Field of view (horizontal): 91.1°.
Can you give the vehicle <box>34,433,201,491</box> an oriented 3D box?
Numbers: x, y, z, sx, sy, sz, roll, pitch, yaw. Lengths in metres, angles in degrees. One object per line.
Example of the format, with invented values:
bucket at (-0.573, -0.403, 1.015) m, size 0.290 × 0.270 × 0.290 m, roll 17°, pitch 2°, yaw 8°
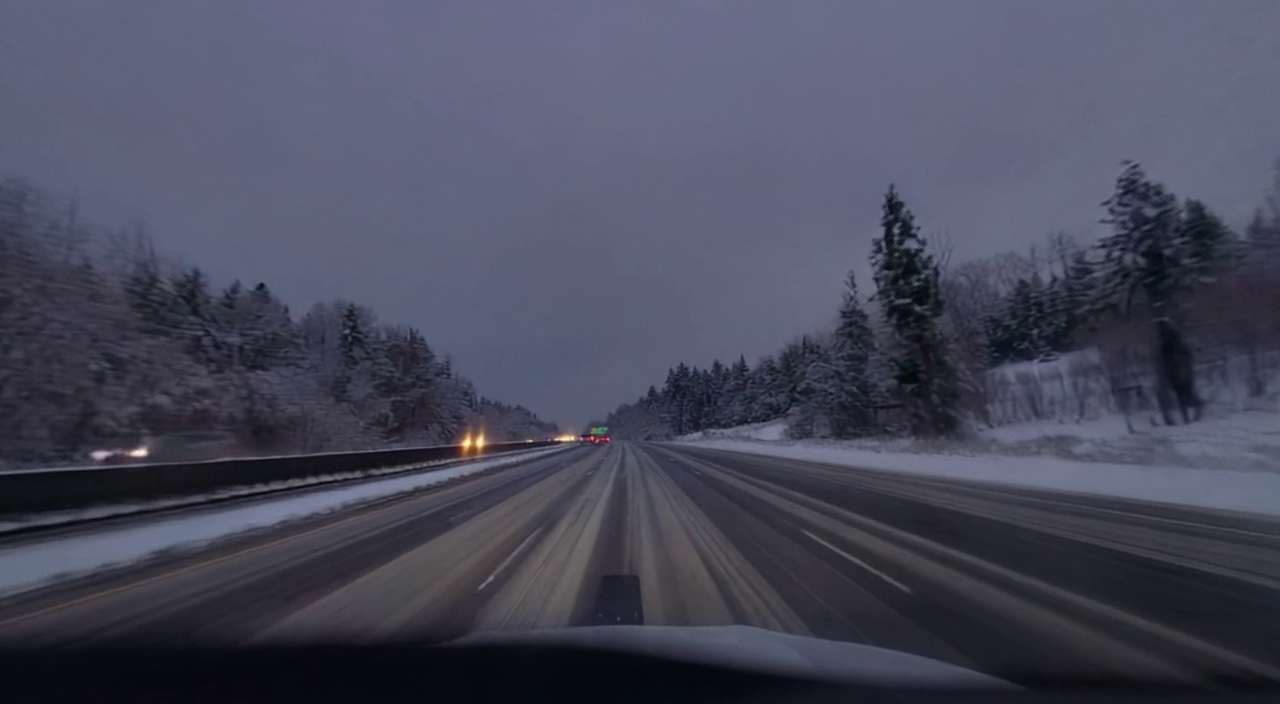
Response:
vehicle at (-18.994, 3.967, 23.233) m, size 2.079 × 1.881 × 4.761 m, roll 0°, pitch -8°, yaw 0°
